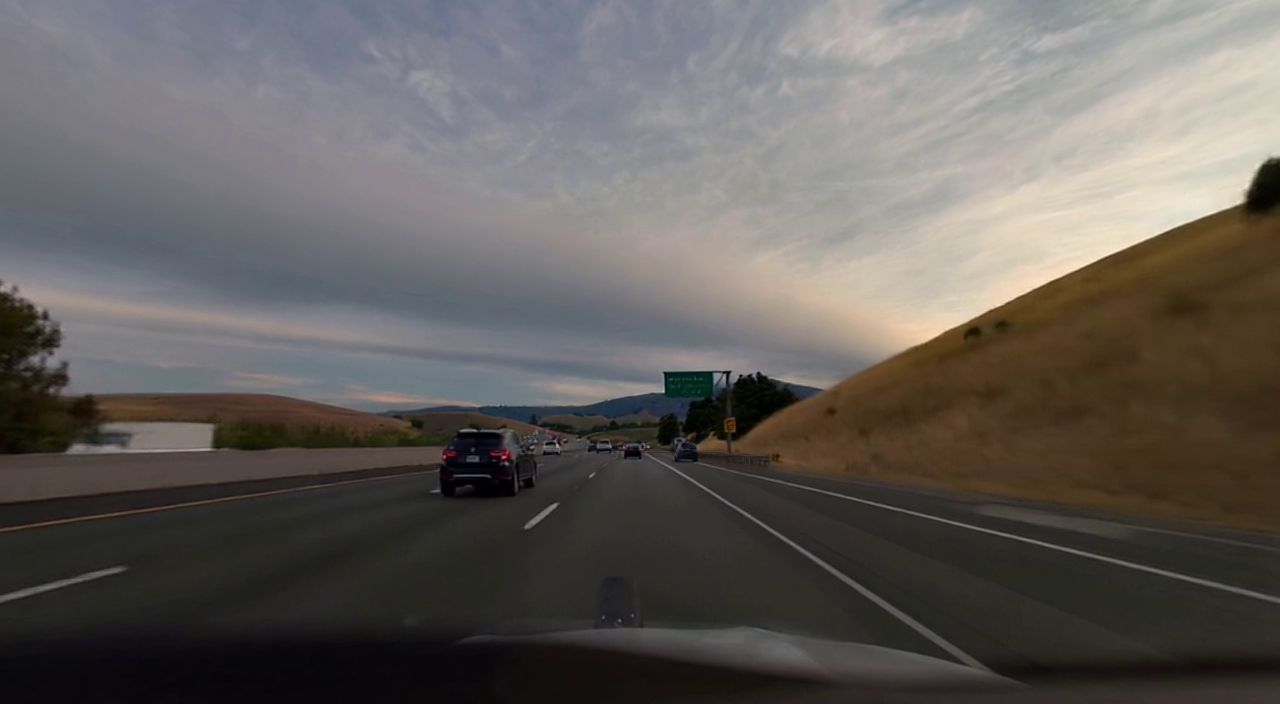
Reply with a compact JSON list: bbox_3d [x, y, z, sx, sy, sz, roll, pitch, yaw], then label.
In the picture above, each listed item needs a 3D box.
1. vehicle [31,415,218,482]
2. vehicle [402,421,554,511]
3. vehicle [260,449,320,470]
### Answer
[{"bbox_3d":[-29.407,5.598,36.895,2.891,3.388,9.456,0,-9,0],"label":"vehicle"},{"bbox_3d":[-3.388,2.510,14.370,2.166,1.700,4.661,0,-9,1],"label":"vehicle"},{"bbox_3d":[-25.586,7.886,46.370,1.905,1.441,4.388,0,-9,0],"label":"vehicle"}]
